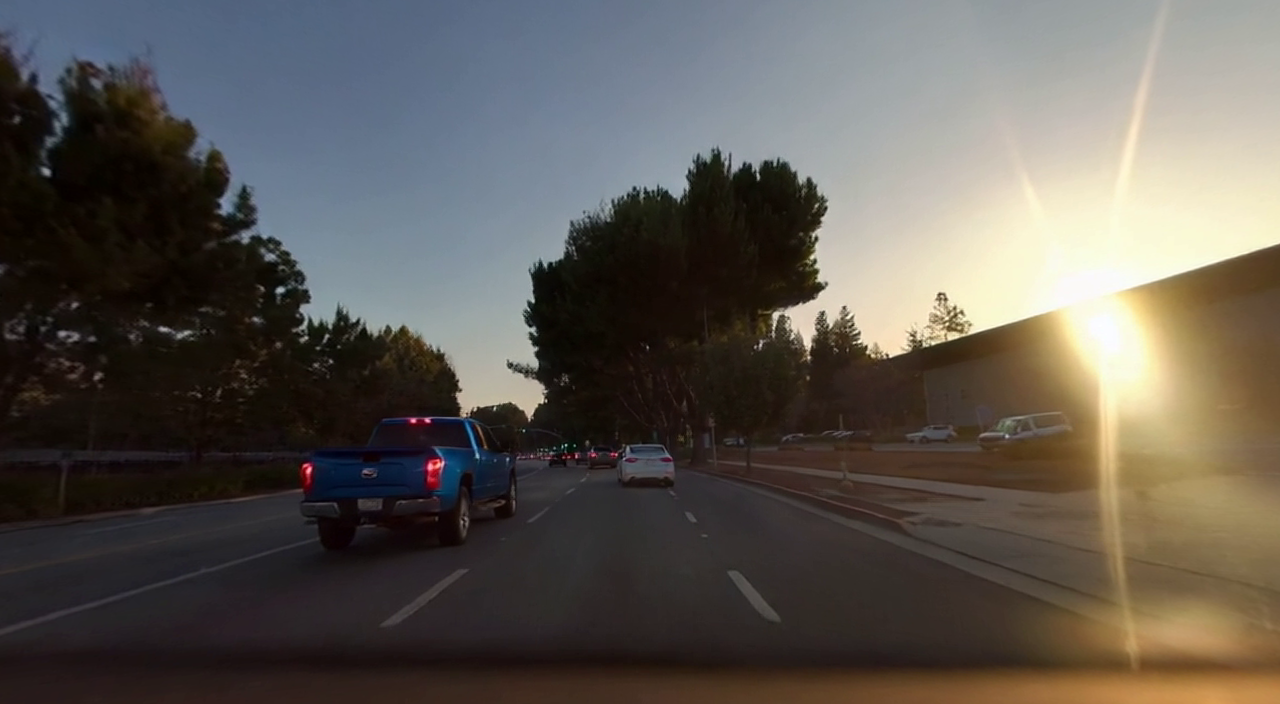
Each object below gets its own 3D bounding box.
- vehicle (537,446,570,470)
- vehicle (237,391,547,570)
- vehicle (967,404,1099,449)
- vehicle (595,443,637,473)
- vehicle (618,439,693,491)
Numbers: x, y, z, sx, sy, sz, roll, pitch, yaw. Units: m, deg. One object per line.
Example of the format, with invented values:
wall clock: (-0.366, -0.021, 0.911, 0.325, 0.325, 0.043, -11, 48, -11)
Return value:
vehicle: (-5.650, 6.915, 41.064, 2.018, 1.458, 4.350, 1, -9, -8)
vehicle: (-3.202, 1.879, 9.985, 2.512, 1.992, 5.725, 0, -9, 1)
vehicle: (22.264, 4.338, 36.069, 6.027, 2.377, 2.245, -4, -10, 26)
vehicle: (-1.351, 5.769, 34.307, 2.047, 1.502, 3.873, 1, -9, -6)
vehicle: (0.395, 3.683, 20.798, 2.142, 1.528, 4.133, 1, -9, -3)
